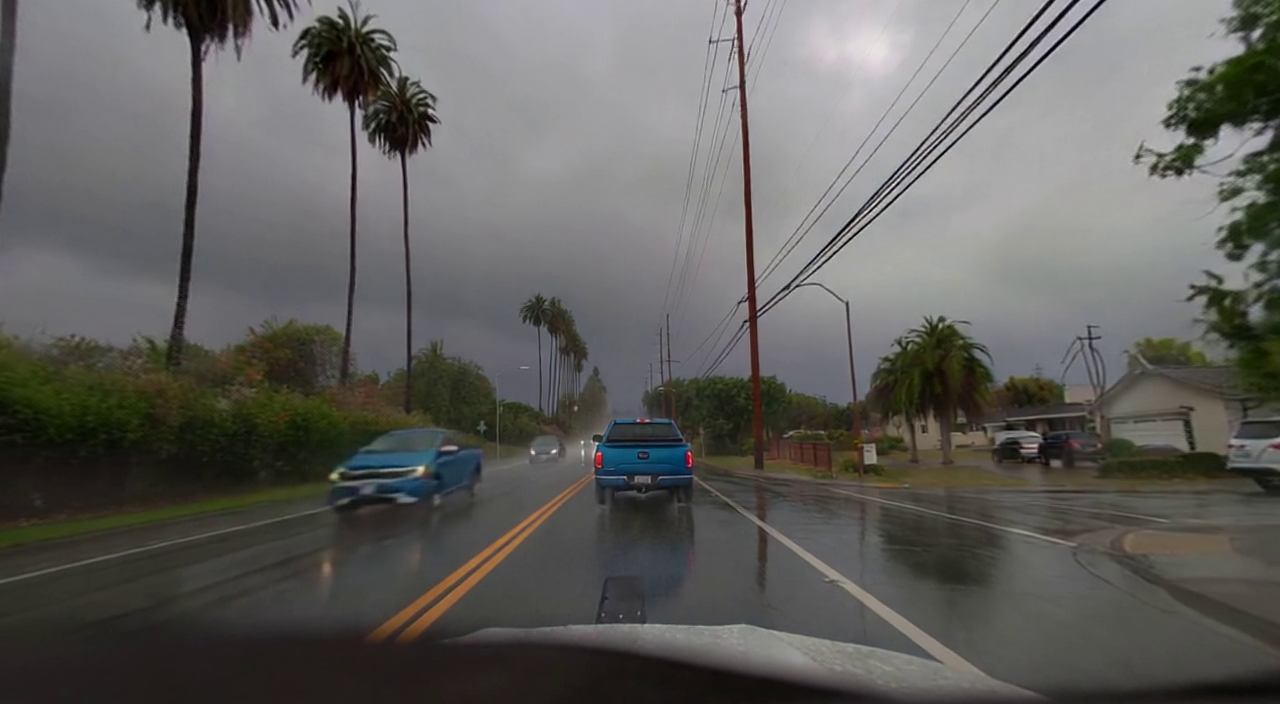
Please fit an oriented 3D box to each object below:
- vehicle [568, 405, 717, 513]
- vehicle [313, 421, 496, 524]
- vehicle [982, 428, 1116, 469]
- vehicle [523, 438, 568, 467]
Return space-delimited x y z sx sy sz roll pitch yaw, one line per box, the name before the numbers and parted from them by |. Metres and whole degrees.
vehicle | 0.022 2.496 15.137 2.848 2.047 5.885 0 -8 0
vehicle | -4.658 2.455 13.462 2.223 1.776 4.614 0 -8 -2
vehicle | 20.335 4.857 31.914 2.277 1.836 6.267 0 -9 -4
vehicle | -5.714 6.161 38.854 2.159 1.627 4.505 0 -8 -1
